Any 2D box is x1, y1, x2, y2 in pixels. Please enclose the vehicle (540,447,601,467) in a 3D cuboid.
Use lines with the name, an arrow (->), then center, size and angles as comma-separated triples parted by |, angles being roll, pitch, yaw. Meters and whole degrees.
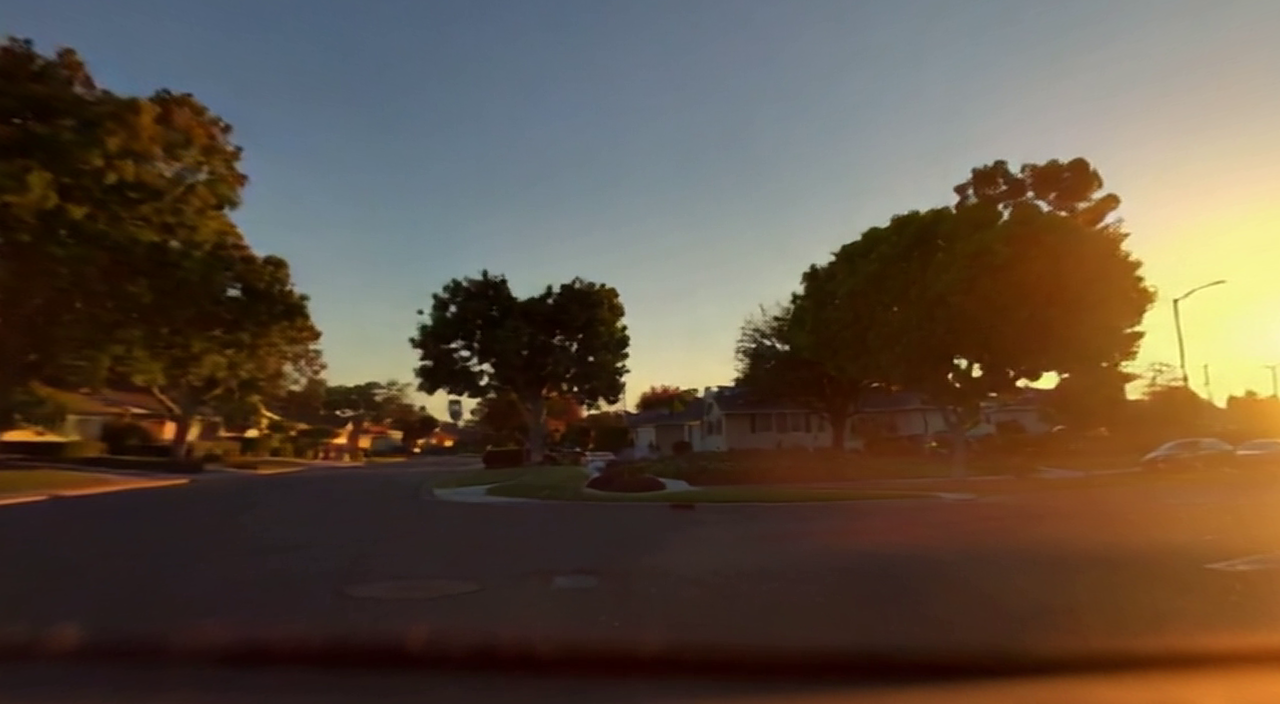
vehicle -> -5.403, 8.193, 49.395 | 4.585, 1.457, 1.899 | 1, -9, -6

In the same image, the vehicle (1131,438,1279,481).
vehicle -> 22.661, 4.239, 25.112 | 4.750, 1.559, 1.928 | -6, -11, 35
